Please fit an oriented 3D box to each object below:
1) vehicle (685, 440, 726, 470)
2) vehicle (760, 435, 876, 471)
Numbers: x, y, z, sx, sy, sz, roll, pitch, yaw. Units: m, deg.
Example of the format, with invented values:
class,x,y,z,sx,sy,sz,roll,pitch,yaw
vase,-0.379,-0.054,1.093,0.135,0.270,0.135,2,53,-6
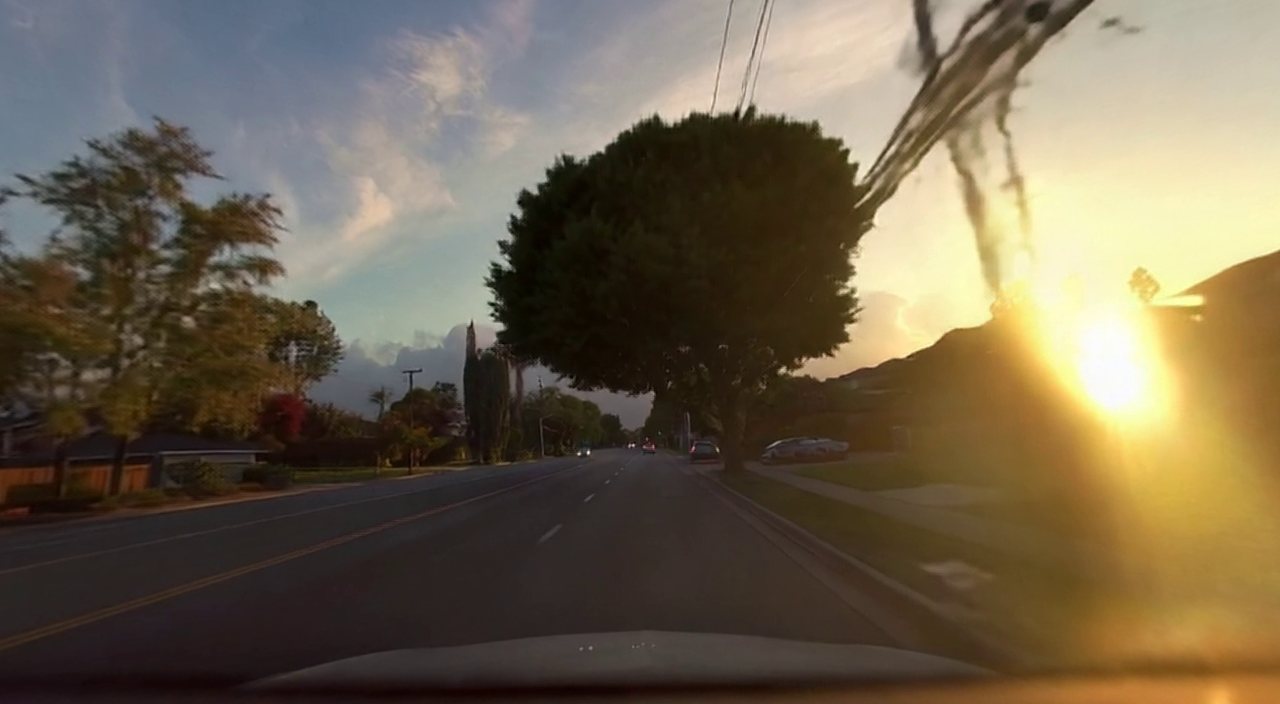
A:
class,x,y,z,sx,sy,sz,roll,pitch,yaw
vehicle,4.397,7.004,43.008,2.228,1.885,4.854,0,-8,0
vehicle,8.040,4.586,28.793,4.719,1.556,1.869,0,-9,0
